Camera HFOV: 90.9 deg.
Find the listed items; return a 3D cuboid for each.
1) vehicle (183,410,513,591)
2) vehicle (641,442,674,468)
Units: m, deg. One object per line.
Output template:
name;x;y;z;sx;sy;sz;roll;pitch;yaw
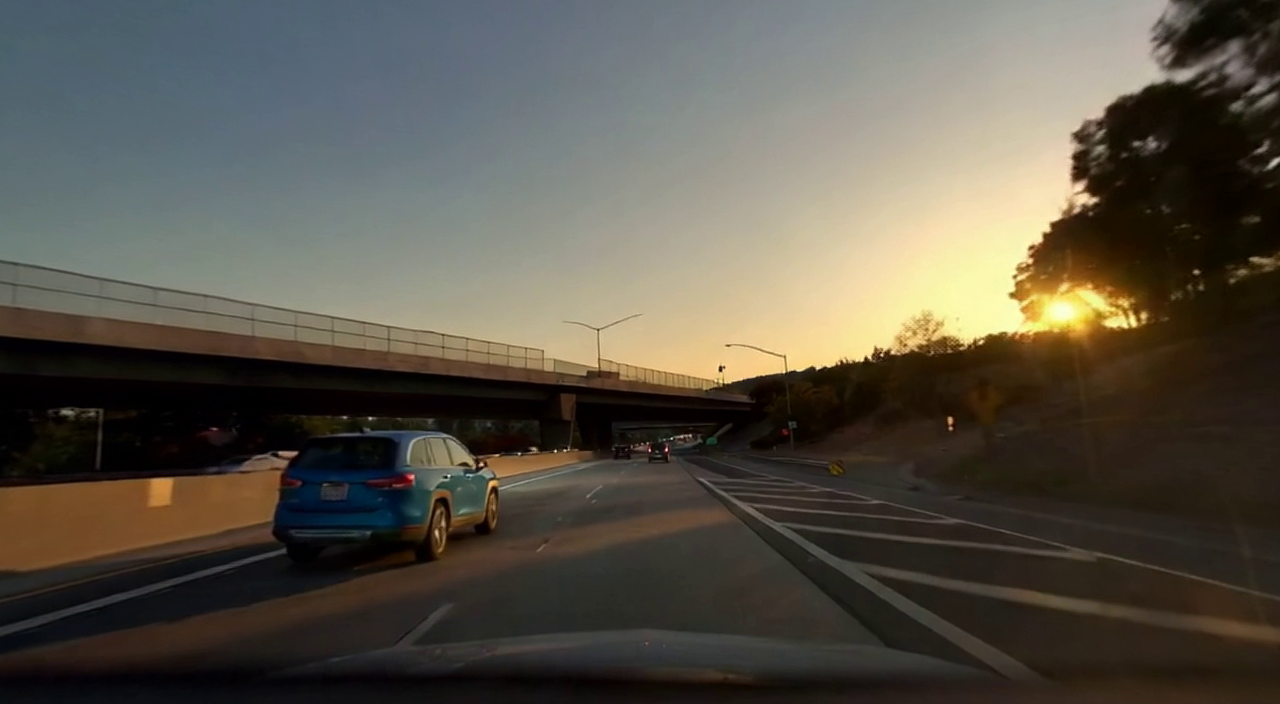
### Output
vehicle;-3.245;1.756;8.330;2.143;1.693;4.513;-1;-9;1
vehicle;1.150;6.912;42.599;2.073;1.621;3.993;-1;-9;0
